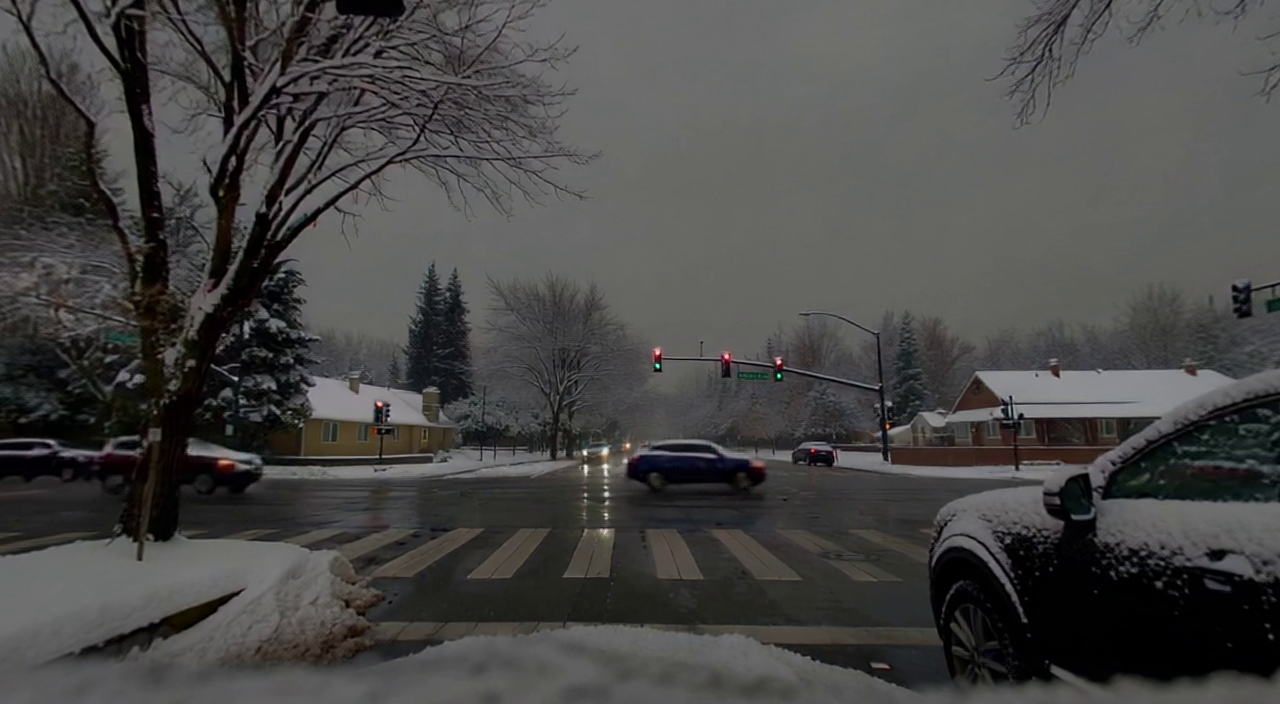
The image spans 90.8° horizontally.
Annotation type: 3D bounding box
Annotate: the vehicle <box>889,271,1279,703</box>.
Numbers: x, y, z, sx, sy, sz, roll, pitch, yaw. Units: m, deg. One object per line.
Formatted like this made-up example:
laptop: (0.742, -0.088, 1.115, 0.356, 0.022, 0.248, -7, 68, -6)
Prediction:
vehicle: (2.706, 0.713, 1.717, 2.085, 1.800, 4.908, 0, -9, 1)

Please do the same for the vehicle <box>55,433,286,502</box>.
vehicle: (-12.070, 2.981, 16.519, 4.332, 1.682, 2.025, 0, -9, -1)

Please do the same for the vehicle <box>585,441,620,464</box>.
vehicle: (-2.436, 6.713, 42.260, 2.046, 1.491, 4.118, 0, -9, 1)

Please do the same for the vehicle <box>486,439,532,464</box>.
vehicle: (-8.967, 6.862, 43.641, 2.028, 1.654, 5.027, 0, -9, 1)

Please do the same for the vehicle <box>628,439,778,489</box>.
vehicle: (1.891, 3.539, 20.154, 4.537, 1.501, 1.950, 0, -9, -1)
